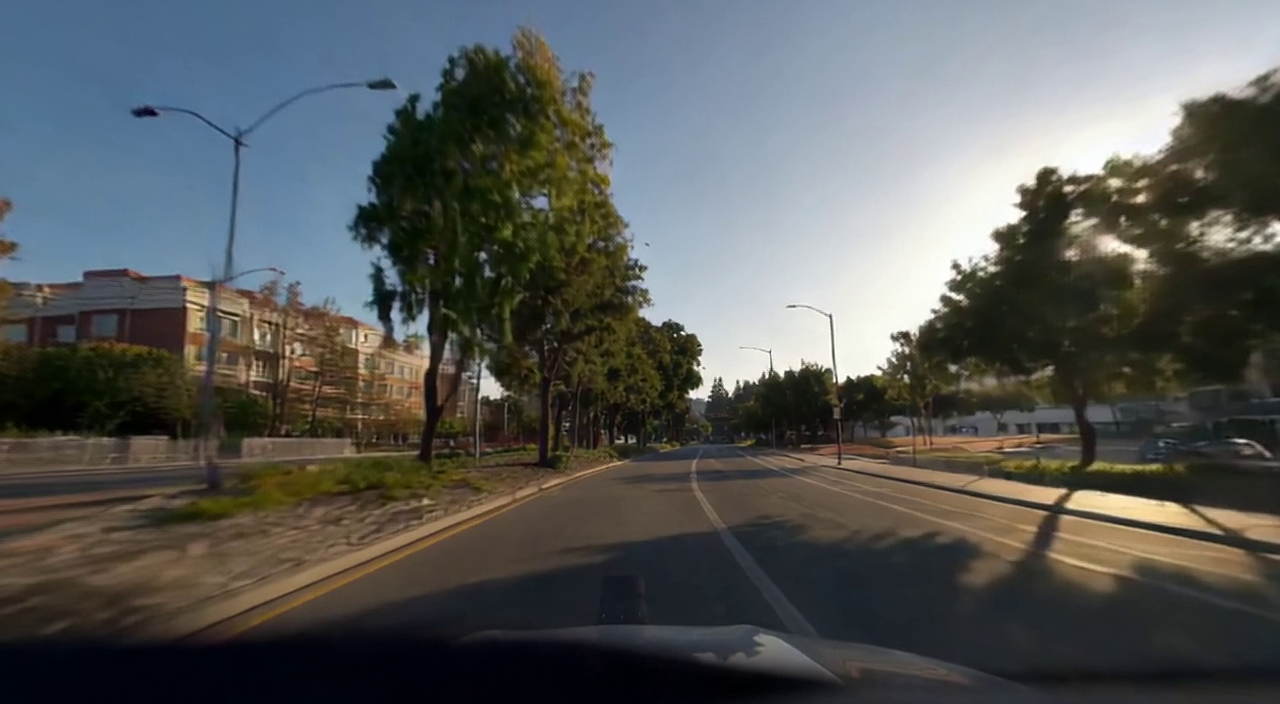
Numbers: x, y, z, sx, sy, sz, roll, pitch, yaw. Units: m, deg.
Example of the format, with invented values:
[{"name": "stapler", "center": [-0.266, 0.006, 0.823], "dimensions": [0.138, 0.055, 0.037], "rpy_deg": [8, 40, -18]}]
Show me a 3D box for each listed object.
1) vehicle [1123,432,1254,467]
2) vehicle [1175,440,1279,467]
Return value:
[{"name": "vehicle", "center": [32.614, 5.815, 37.713], "dimensions": [5.608, 2.033, 2.152], "rpy_deg": [-1, -9, 3]}, {"name": "vehicle", "center": [32.097, 5.507, 34.356], "dimensions": [4.271, 1.433, 1.822], "rpy_deg": [0, -9, 1]}]
